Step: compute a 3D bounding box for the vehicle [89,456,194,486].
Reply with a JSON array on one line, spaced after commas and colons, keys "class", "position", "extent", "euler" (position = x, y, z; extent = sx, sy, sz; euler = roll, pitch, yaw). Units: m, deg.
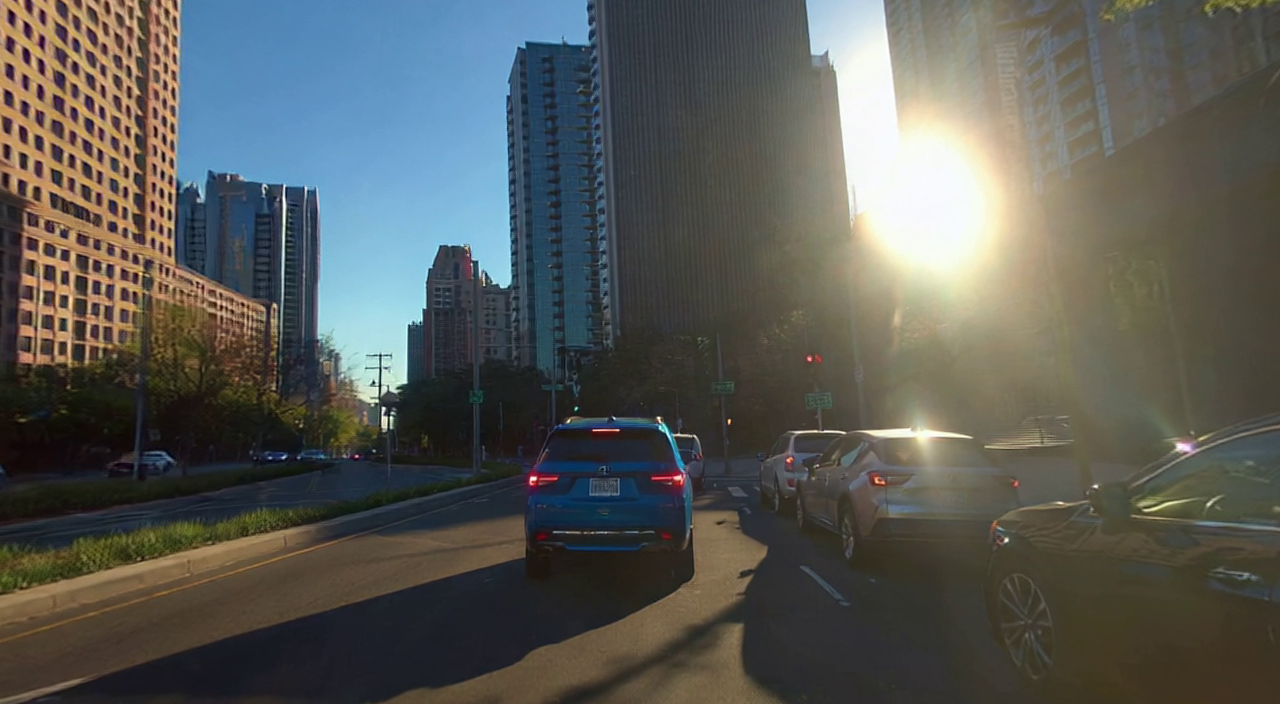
[{"class": "vehicle", "position": [-27.558, 6.562, 35.159], "extent": [1.967, 1.428, 4.832], "euler": [0, -9, -1]}]

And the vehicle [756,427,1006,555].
[{"class": "vehicle", "position": [3.280, 1.989, 9.820], "extent": [1.941, 1.482, 4.632], "euler": [0, -9, -2]}]

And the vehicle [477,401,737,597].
[{"class": "vehicle", "position": [-0.337, 1.582, 7.614], "extent": [2.249, 1.684, 4.084], "euler": [0, -9, -1]}]

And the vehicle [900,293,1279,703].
[{"class": "vehicle", "position": [2.997, 0.751, 2.253], "extent": [2.063, 1.760, 4.664], "euler": [0, -9, -1]}]

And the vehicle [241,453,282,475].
[{"class": "vehicle", "position": [-27.499, 8.111, 46.045], "extent": [1.960, 1.459, 4.699], "euler": [4, -9, -24]}]
